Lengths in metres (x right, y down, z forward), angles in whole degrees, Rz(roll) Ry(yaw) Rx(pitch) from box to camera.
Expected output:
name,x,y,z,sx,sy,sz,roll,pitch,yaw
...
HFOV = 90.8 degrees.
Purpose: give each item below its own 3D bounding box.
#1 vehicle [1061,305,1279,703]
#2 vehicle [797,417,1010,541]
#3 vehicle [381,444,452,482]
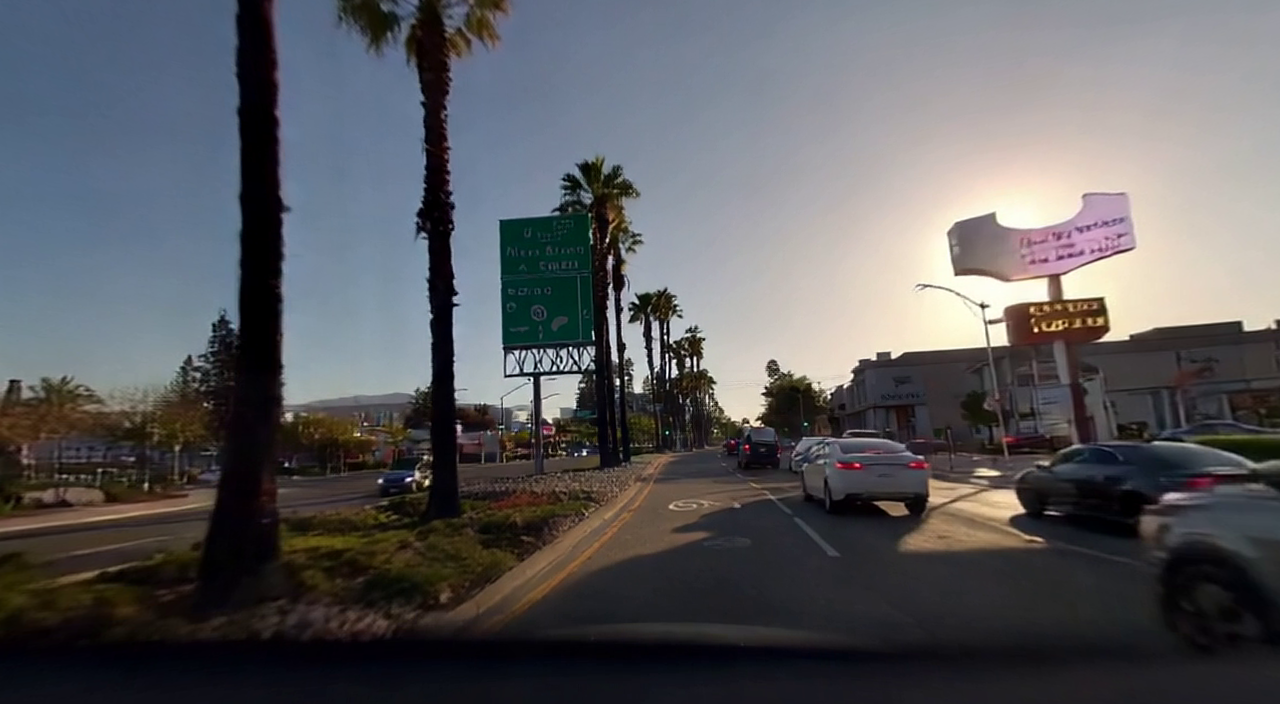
name,x,y,z,sx,sy,sz,roll,pitch,yaw
vehicle,3.507,0.551,1.083,2.428,1.816,4.959,-1,-9,5
vehicle,4.347,2.170,11.445,2.061,1.744,4.752,-1,-9,4
vehicle,-11.443,5.676,32.693,1.979,1.724,4.334,-3,-9,1
